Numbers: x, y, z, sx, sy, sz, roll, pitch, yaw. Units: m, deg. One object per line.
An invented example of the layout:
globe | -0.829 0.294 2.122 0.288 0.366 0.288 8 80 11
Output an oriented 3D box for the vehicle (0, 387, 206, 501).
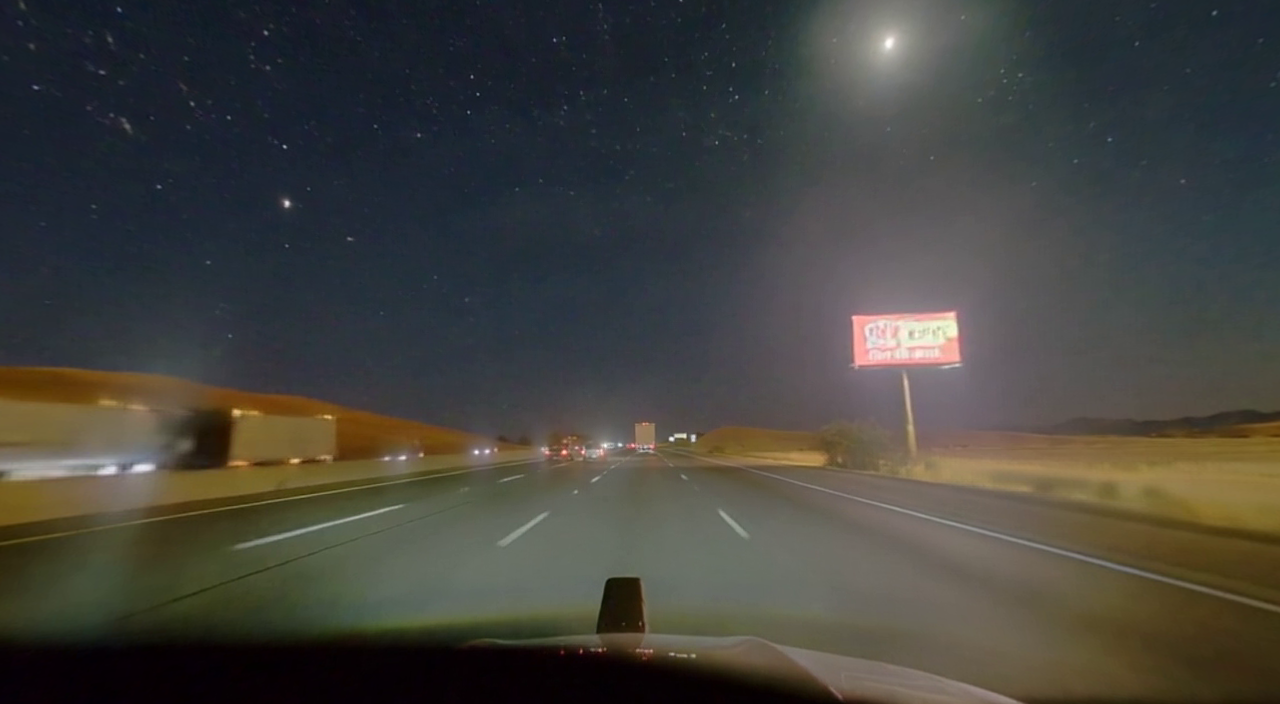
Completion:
vehicle | -24.989 3.781 25.885 2.879 4.158 16.173 0 -8 0

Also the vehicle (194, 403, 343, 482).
vehicle | -20.659 5.152 35.956 3.039 3.894 8.649 0 -8 1

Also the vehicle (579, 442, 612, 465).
vehicle | -3.200 7.421 46.332 2.042 1.532 4.396 0 -8 1
